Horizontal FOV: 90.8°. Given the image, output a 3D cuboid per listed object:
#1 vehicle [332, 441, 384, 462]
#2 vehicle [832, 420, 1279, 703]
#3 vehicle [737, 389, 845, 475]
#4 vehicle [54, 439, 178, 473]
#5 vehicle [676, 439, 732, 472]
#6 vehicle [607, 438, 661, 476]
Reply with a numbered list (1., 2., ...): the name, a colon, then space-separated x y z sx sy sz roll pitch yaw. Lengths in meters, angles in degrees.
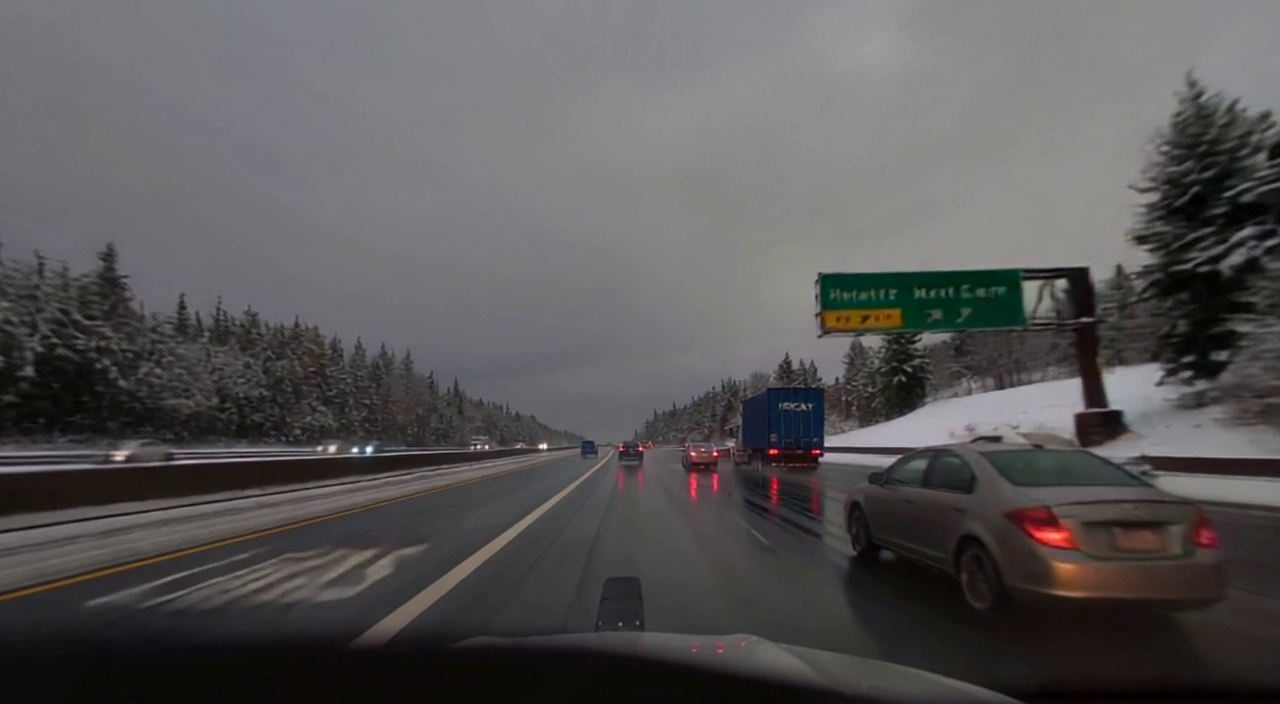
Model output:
1. vehicle: -21.252 7.481 47.807 1.874 1.496 4.682 0 -9 -1
2. vehicle: 3.254 1.371 5.213 1.865 1.427 4.448 0 -9 -1
3. vehicle: 7.128 4.054 31.469 2.799 3.655 8.627 0 -9 -3
4. vehicle: -24.620 4.888 29.950 1.853 1.466 4.711 0 -9 -1
5. vehicle: 3.029 5.051 31.035 1.993 1.504 4.781 0 -9 -3
6. vehicle: -0.300 4.433 26.970 2.098 1.475 3.997 0 -9 -2
